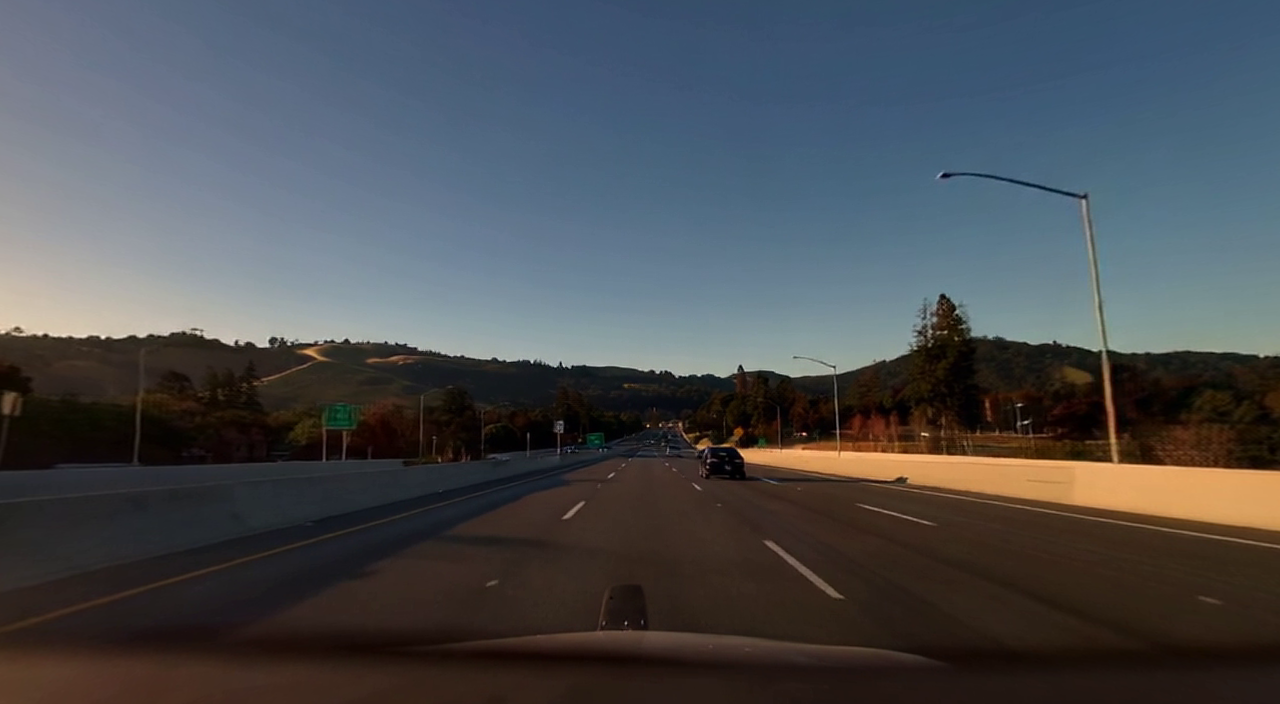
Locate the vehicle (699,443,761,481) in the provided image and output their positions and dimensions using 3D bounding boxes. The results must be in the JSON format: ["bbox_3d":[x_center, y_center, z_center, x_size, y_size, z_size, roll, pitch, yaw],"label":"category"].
[{"bbox_3d":[3.733,4.624,26.975,1.916,1.469,4.481,0,-8,-1],"label":"vehicle"}]
